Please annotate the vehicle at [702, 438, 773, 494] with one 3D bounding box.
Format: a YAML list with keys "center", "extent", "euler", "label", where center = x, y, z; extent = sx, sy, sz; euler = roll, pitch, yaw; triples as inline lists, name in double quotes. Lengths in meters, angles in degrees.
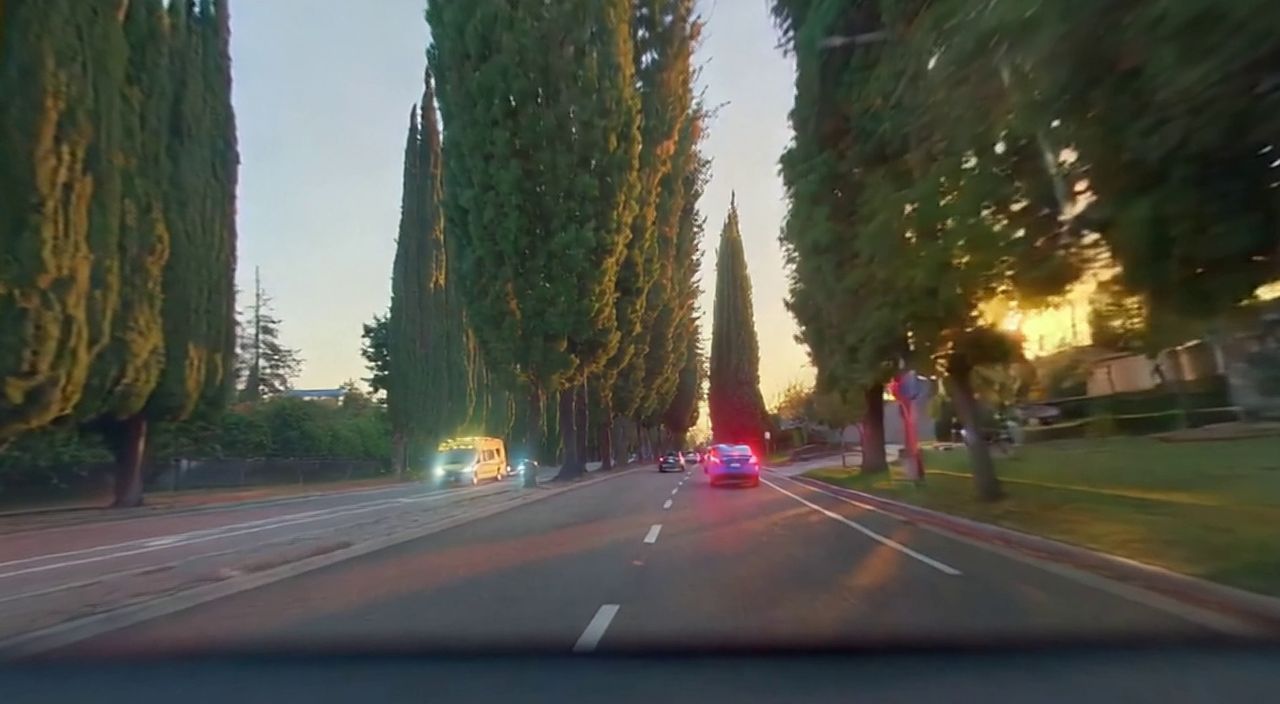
- center: [3.143, 3.753, 21.150]
  extent: [2.052, 1.639, 4.123]
  euler: [-1, -8, 5]
  label: "vehicle"

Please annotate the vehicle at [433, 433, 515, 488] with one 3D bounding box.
- center: [-9.700, 6.356, 37.444]
  extent: [2.661, 2.737, 6.092]
  euler: [-6, -9, 5]
  label: "vehicle"
